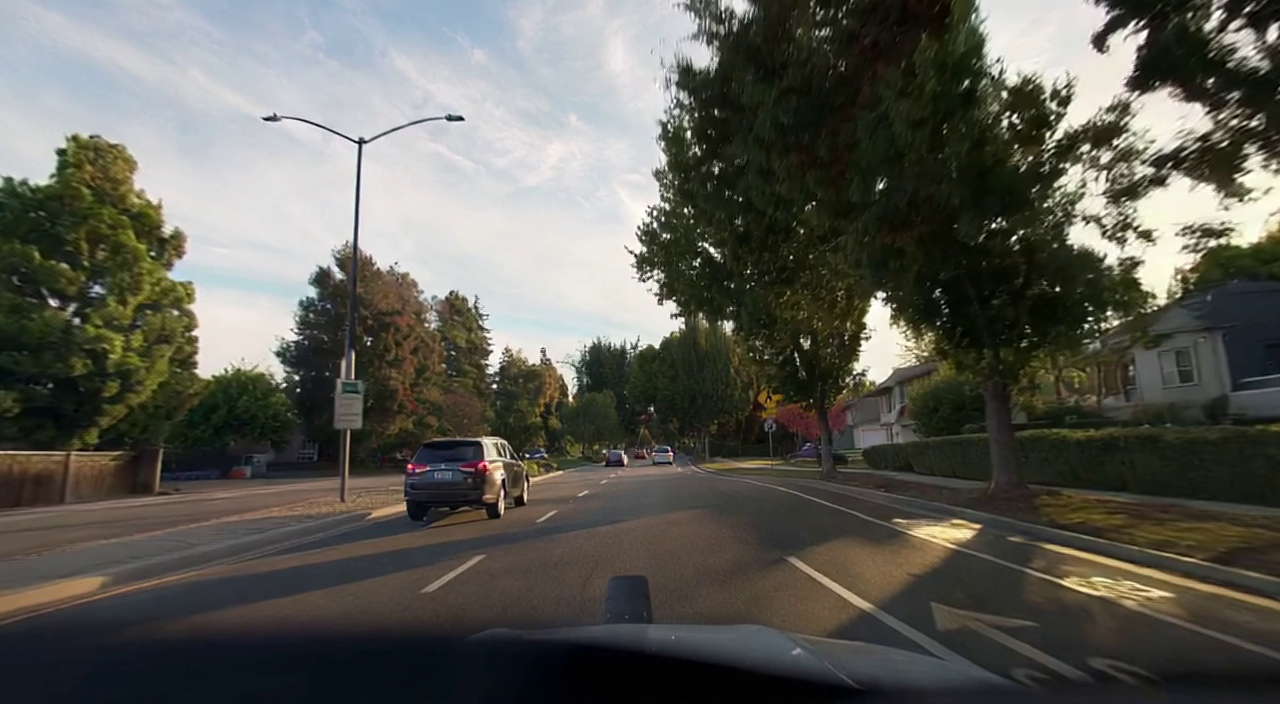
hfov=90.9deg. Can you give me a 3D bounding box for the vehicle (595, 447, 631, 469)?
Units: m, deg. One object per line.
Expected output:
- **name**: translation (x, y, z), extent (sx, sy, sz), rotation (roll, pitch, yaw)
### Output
- **vehicle**: translation (-1.857, 7.539, 45.125), extent (2.119, 1.494, 4.624), rotation (0, -8, 3)

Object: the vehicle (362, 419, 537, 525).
- **vehicle**: translation (-3.572, 2.339, 12.821), extent (2.073, 1.770, 4.302), rotation (0, -8, 2)
